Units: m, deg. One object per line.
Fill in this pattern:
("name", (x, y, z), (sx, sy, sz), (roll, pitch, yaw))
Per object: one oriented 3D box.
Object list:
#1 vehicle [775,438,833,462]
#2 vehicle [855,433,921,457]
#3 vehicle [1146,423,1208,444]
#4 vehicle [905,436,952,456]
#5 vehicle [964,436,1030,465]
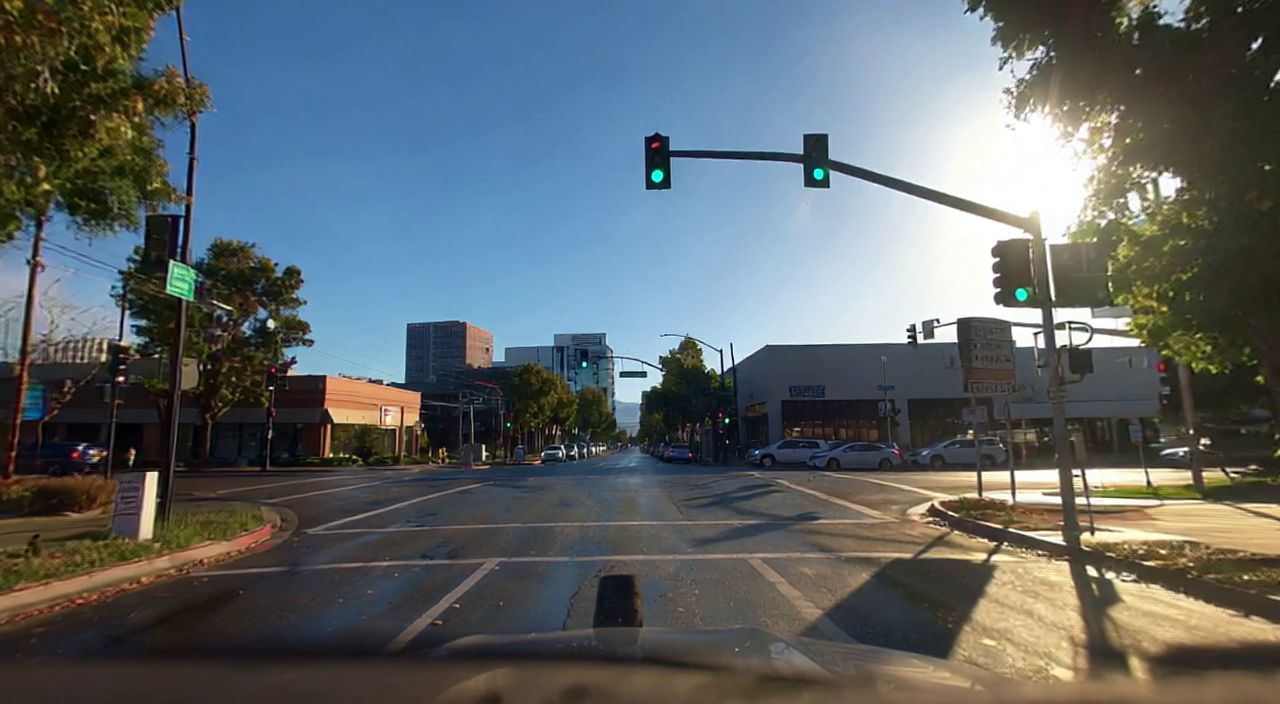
("vehicle", (11.090, 6.608, 42.248), (1.955, 1.508, 4.295), (-8, -12, 42))
("vehicle", (16.933, 6.325, 42.693), (4.522, 1.546, 1.941), (6, -11, -34))
("vehicle", (40.931, 6.244, 47.850), (1.682, 1.422, 3.422), (-1, -10, 0))
("vehicle", (21.827, 7.135, 47.498), (1.923, 1.463, 3.758), (-1, -9, 3))
("vehicle", (21.019, 5.774, 37.077), (1.851, 1.388, 3.475), (0, -4, -1))
